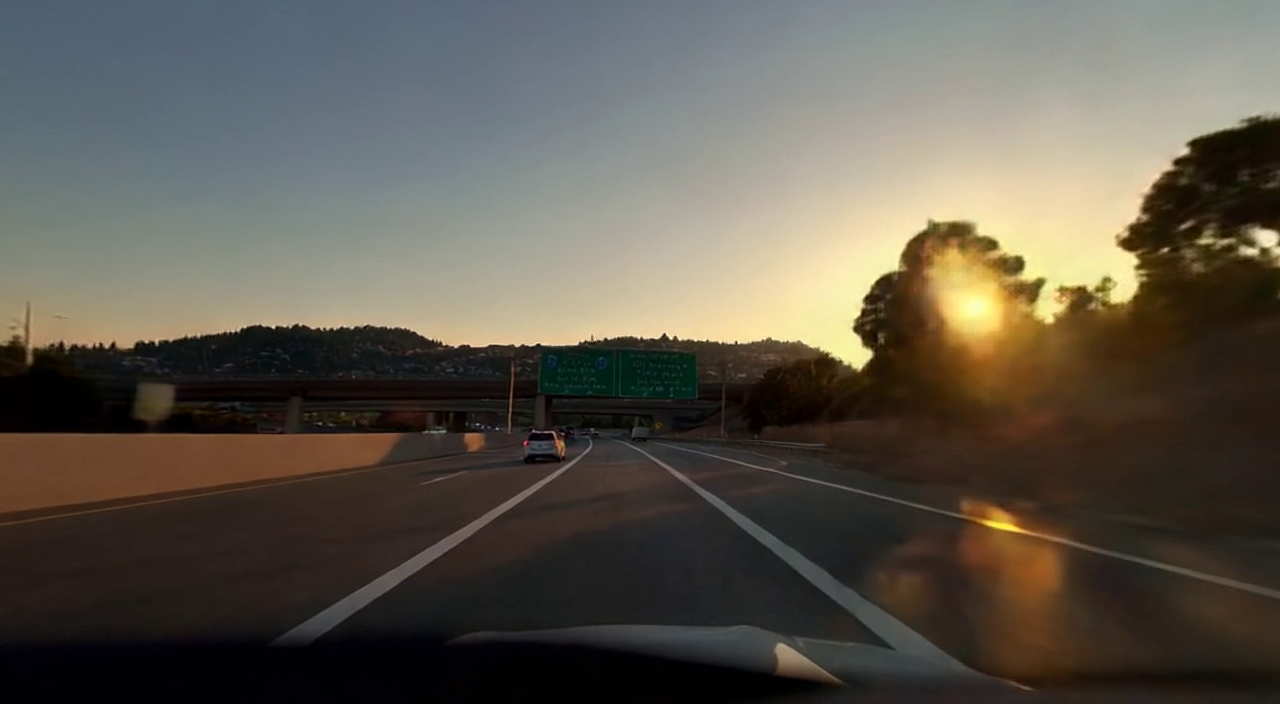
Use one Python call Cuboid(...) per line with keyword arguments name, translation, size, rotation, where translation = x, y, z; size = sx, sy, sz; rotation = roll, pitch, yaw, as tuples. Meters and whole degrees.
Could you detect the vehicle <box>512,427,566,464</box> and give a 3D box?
Cuboid(name="vehicle", translation=(-4.516, 4.263, 28.784), size=(1.878, 1.548, 3.966), rotation=(0, -8, -1))
